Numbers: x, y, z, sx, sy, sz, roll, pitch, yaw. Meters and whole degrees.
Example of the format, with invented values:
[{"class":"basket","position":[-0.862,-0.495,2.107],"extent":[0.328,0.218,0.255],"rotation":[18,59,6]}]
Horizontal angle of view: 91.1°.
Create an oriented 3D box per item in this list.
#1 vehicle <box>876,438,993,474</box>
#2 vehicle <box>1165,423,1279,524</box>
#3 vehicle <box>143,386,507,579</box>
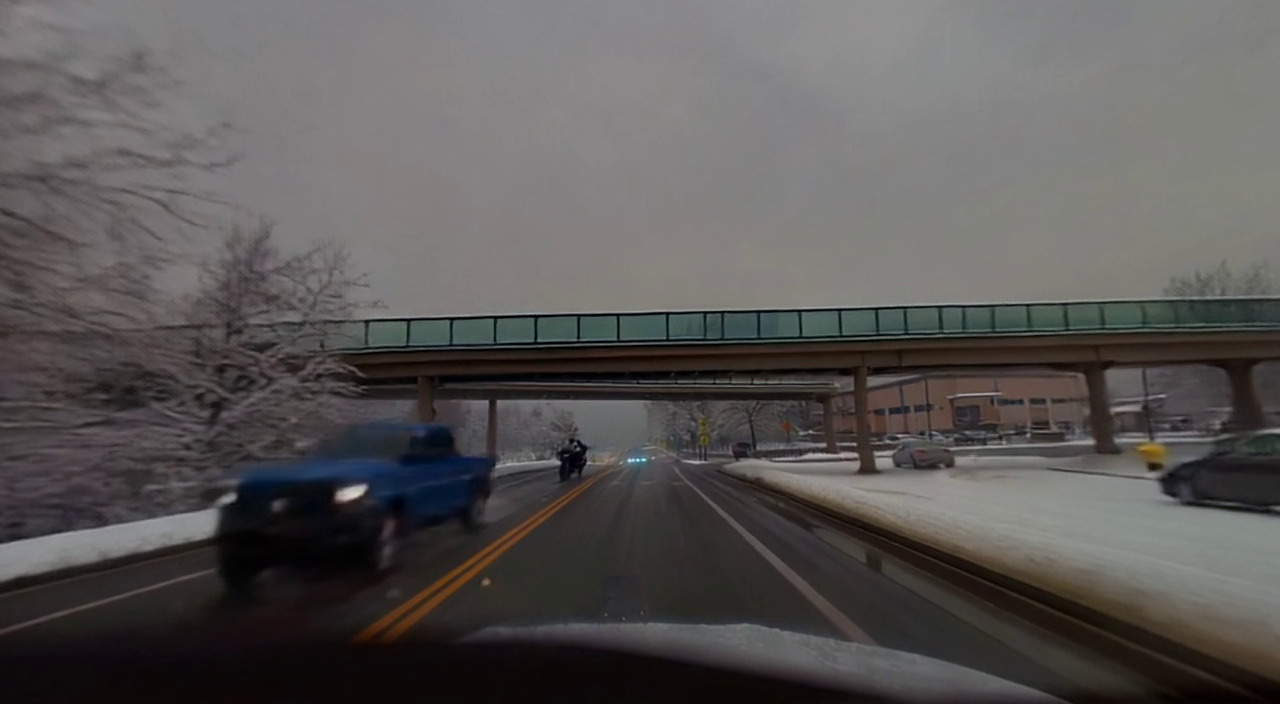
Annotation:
[{"class":"vehicle","position":[14.398,5.064,30.970],"extent":[2.078,1.523,4.760],"rotation":[2,-7,-34]},{"class":"vehicle","position":[11.629,1.961,10.232],"extent":[2.189,1.510,4.458],"rotation":[-6,-8,0]},{"class":"vehicle","position":[-3.975,1.819,9.649],"extent":[2.468,1.993,5.840],"rotation":[-1,-9,1]}]
